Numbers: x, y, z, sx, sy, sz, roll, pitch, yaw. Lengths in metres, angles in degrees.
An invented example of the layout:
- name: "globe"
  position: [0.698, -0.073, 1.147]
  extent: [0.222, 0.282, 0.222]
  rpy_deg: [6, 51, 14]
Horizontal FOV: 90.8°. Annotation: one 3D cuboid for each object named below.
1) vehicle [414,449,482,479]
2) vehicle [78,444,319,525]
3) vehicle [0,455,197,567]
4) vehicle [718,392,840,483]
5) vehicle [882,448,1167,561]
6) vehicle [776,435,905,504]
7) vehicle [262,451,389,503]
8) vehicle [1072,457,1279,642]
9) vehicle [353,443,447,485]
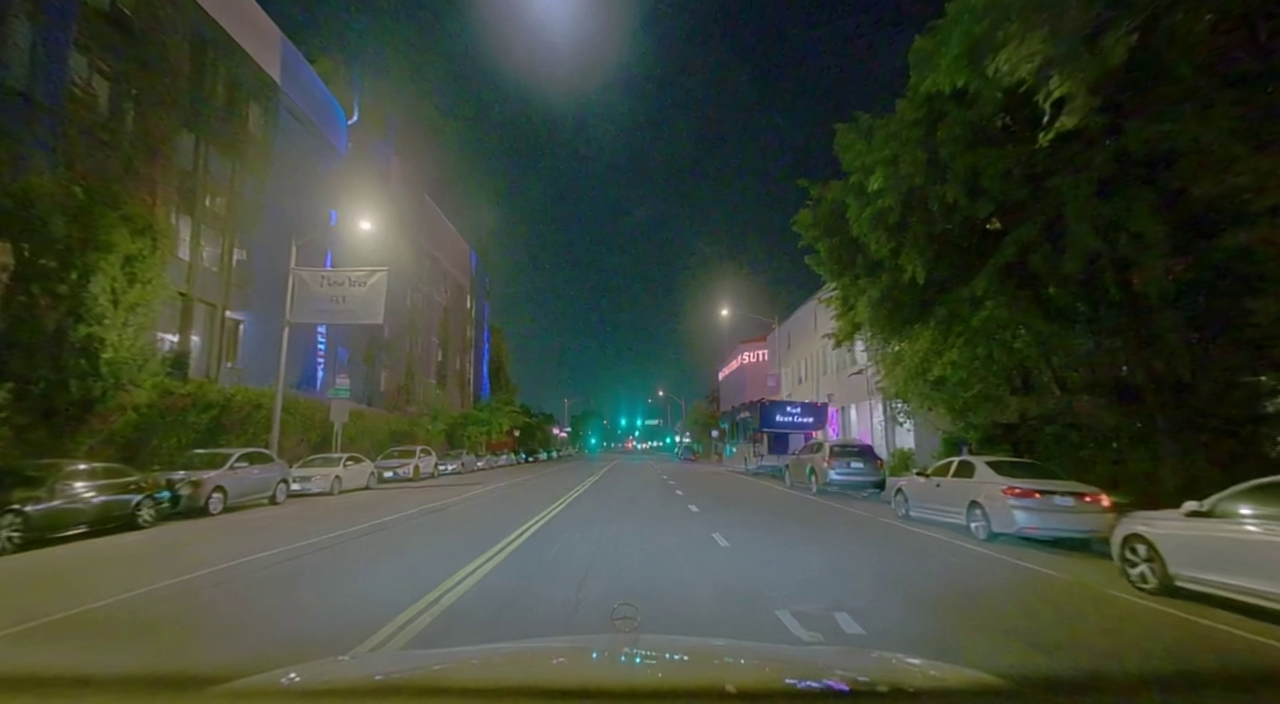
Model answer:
- name: "vehicle"
  position: [-10.102, 5.929, 33.746]
  extent: [2.078, 1.427, 4.900]
  rpy_deg: [0, -8, 0]
- name: "vehicle"
  position: [-10.010, 2.998, 15.013]
  extent: [2.230, 1.577, 4.871]
  rpy_deg: [0, -8, -1]
- name: "vehicle"
  position: [-9.768, 2.449, 10.273]
  extent: [1.842, 1.474, 4.722]
  rpy_deg: [0, -8, -2]
- name: "vehicle"
  position: [5.958, 4.020, 29.274]
  extent: [3.102, 3.473, 9.734]
  rpy_deg: [0, -8, -2]
- name: "vehicle"
  position: [6.108, 2.422, 10.894]
  extent: [1.939, 1.491, 4.521]
  rpy_deg: [0, -9, -2]
- name: "vehicle"
  position: [5.890, 3.513, 19.438]
  extent: [2.154, 1.804, 5.341]
  rpy_deg: [0, -9, 0]
- name: "vehicle"
  position: [-10.043, 3.986, 20.624]
  extent: [1.802, 1.439, 4.546]
  rpy_deg: [0, -8, 0]
- name: "vehicle"
  position: [6.184, 1.611, 5.054]
  extent: [2.001, 1.431, 4.757]
  rpy_deg: [0, -9, -1]
- name: "vehicle"
  position: [-10.094, 4.738, 27.040]
  extent: [2.276, 1.597, 4.421]
  rpy_deg: [0, -8, 0]
